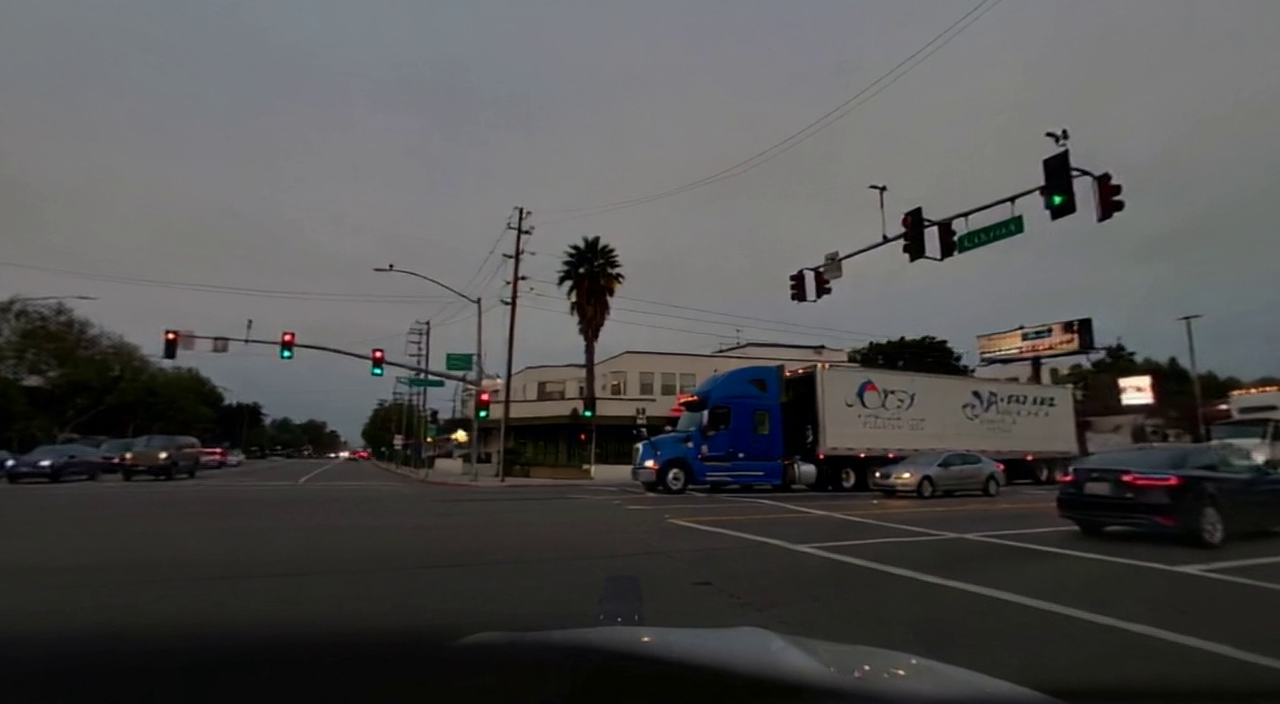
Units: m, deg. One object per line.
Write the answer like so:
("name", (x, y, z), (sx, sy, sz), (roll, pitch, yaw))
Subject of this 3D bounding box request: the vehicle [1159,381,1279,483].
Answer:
("vehicle", (24.623, 3.371, 26.379), (3.372, 3.903, 3.027), (4, -10, -23))

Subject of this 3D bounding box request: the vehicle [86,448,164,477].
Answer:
("vehicle", (-30.175, 6.446, 37.237), (1.834, 1.521, 4.970), (3, -9, -19))

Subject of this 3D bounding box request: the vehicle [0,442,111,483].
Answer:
("vehicle", (-27.166, 5.079, 29.523), (2.028, 1.744, 4.876), (3, -9, -19))

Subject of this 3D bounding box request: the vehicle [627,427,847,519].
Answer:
("vehicle", (2.480, 3.018, 16.274), (5.079, 1.893, 2.200), (1, -10, -25))

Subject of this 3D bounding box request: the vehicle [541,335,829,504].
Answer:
("vehicle", (1.443, 2.172, 19.330), (8.167, 4.352, 3.029), (4, -9, -24))

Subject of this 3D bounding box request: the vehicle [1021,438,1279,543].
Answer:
("vehicle", (9.434, 2.301, 11.079), (5.114, 1.492, 2.040), (4, -9, -23))

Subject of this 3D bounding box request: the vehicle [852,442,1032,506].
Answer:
("vehicle", (9.028, 3.578, 18.929), (4.958, 1.510, 1.949), (1, -10, -24))
